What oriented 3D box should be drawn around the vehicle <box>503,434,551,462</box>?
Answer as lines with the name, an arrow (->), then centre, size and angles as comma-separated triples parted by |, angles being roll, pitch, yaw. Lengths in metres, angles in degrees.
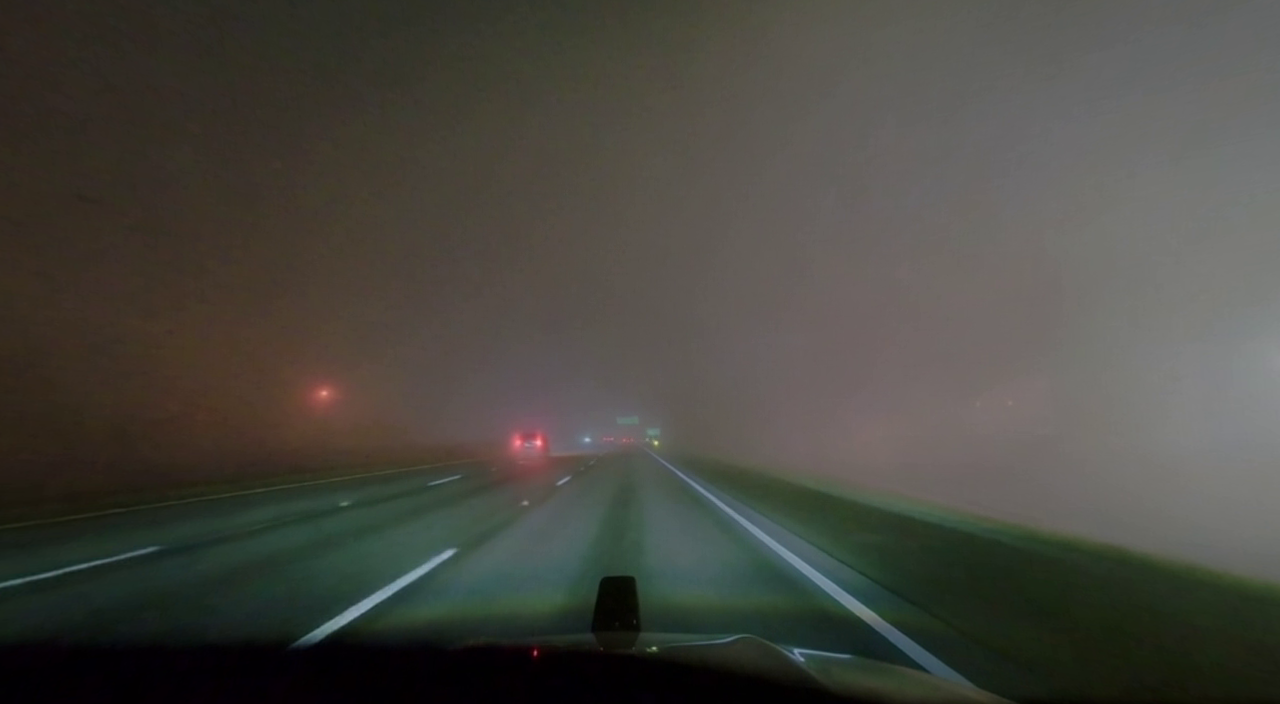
vehicle -> -6.998, 5.989, 39.419 | 2.111, 1.662, 4.630 | 0, -8, 0
